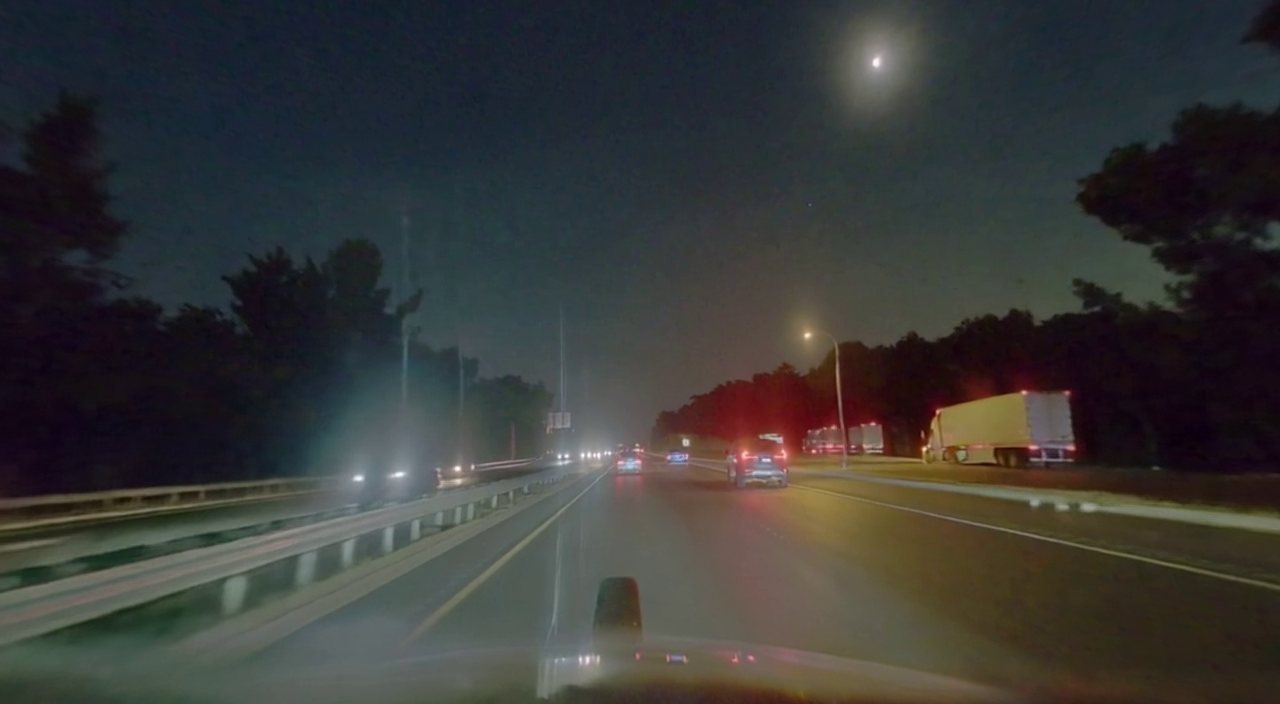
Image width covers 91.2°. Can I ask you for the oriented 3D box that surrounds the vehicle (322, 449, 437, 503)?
[{"bbox_3d":[-9.132,4.344,22.489,2.063,1.683,4.605,-1,-9,1],"label":"vehicle"}]

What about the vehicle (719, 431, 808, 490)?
[{"bbox_3d":[4.470,4.018,23.563,2.261,1.952,4.784,0,-9,-1],"label":"vehicle"}]

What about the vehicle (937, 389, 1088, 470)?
[{"bbox_3d":[22.358,5.050,39.034,2.890,4.108,13.635,-2,-9,8],"label":"vehicle"}]

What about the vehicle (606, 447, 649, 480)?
[{"bbox_3d":[-0.594,5.529,31.274,2.029,1.483,3.769,0,-9,0],"label":"vehicle"}]

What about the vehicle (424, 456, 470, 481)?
[{"bbox_3d":[-13.080,7.894,42.725,1.844,1.542,4.013,0,-9,0],"label":"vehicle"}]
